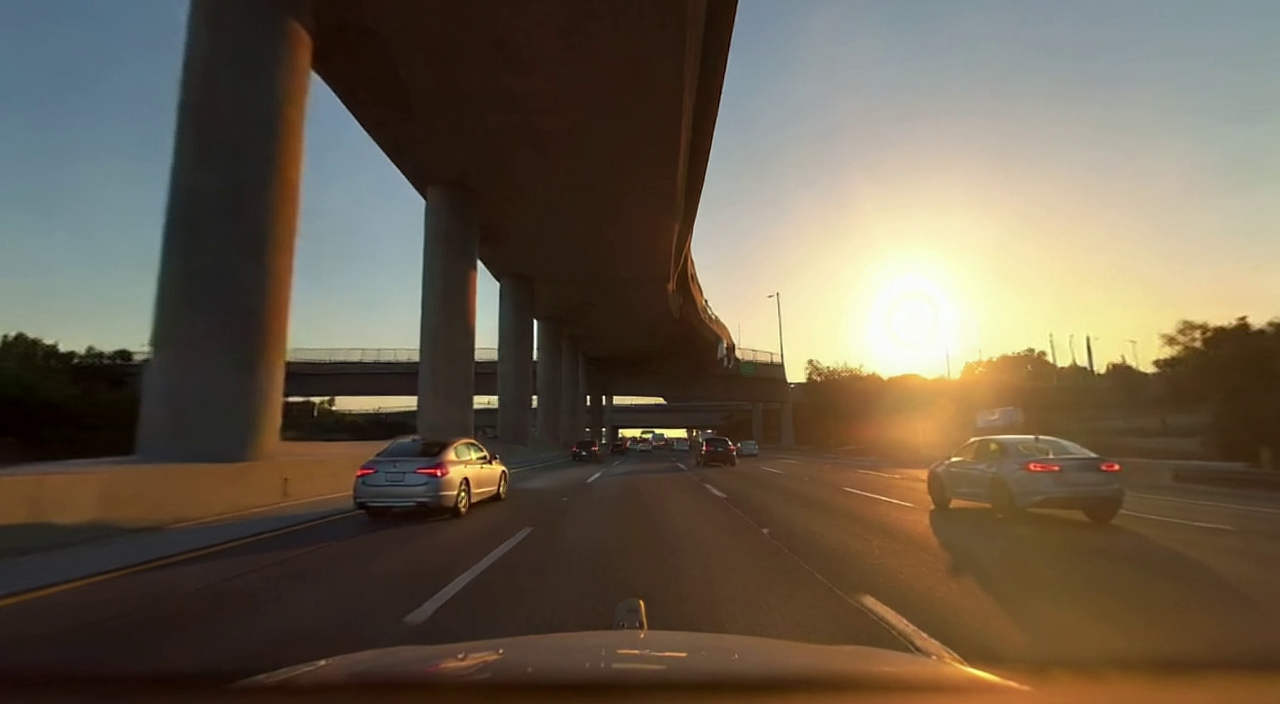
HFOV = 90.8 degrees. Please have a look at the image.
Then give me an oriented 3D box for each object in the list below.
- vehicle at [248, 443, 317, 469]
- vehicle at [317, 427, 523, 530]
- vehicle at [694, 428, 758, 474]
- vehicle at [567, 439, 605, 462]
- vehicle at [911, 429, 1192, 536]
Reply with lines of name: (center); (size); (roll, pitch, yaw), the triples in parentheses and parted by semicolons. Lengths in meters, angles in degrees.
vehicle: (-22.073, 6.421, 39.192); (1.871, 1.458, 4.515); (1, -8, -4)
vehicle: (-3.636, 2.182, 11.562); (1.997, 1.476, 4.703); (0, -8, 1)
vehicle: (3.523, 4.171, 26.766); (2.072, 1.761, 4.242); (0, -8, -1)
vehicle: (-3.544, 6.571, 42.317); (2.047, 1.464, 4.387); (0, -8, 1)
vehicle: (6.686, 2.138, 11.014); (1.989, 1.472, 4.322); (0, -8, 0)
